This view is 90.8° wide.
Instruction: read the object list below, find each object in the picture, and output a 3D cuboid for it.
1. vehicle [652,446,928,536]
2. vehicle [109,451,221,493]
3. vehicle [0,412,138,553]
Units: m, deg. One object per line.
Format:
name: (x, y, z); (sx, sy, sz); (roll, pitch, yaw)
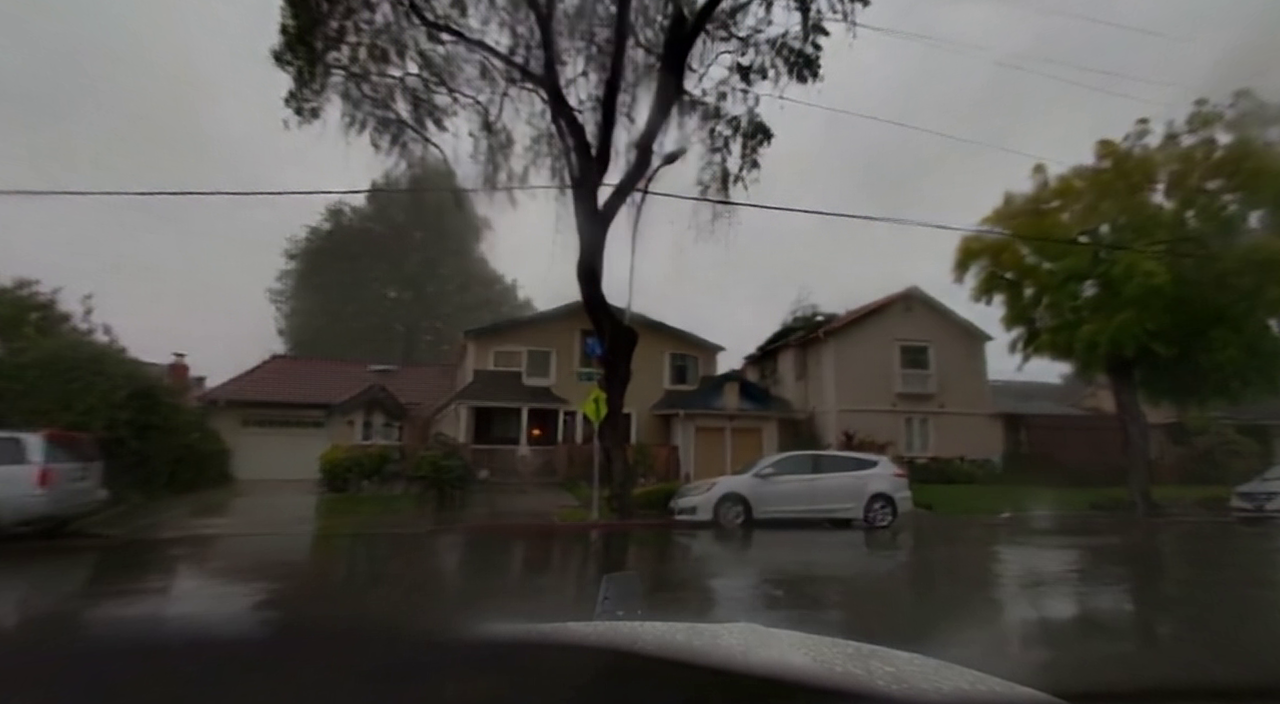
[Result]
vehicle: (2.606, 2.446, 11.387); (4.469, 1.391, 1.746); (2, -11, -13)
vehicle: (-17.970, 4.530, 24.160); (1.847, 1.418, 3.946); (2, -10, -12)
vehicle: (-10.123, 1.714, 8.373); (4.943, 1.731, 1.877); (2, -10, -14)
